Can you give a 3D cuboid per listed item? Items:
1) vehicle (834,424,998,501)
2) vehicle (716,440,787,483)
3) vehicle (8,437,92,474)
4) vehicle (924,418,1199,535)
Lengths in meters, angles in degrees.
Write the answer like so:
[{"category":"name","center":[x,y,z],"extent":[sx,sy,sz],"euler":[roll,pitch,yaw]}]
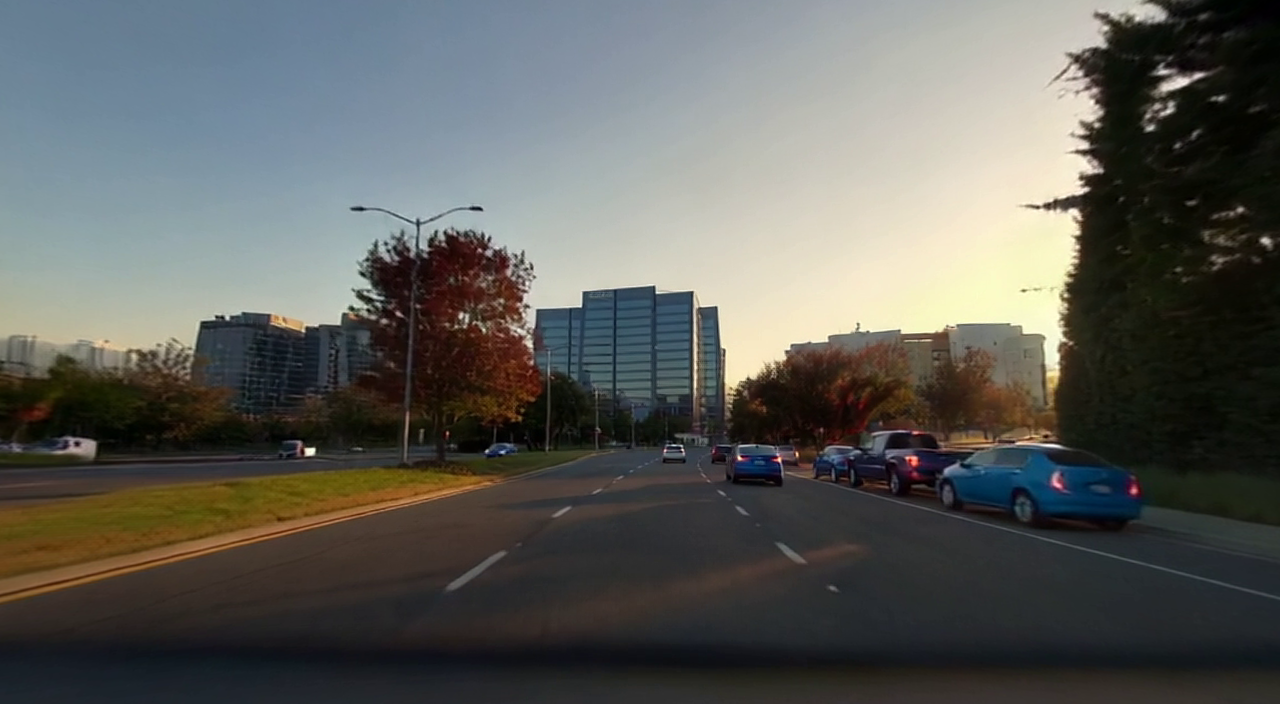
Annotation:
[{"category":"vehicle","center":[8.218,3.368,19.770],"extent":[2.410,1.997,6.477],"euler":[0,-8,2]},{"category":"vehicle","center":[4.212,4.202,24.499],"extent":[1.981,1.499,4.536],"euler":[0,-8,1]},{"category":"vehicle","center":[-27.480,4.793,29.314],"extent":[4.266,1.583,2.078],"euler":[-7,-11,38]},{"category":"vehicle","center":[7.637,2.283,12.214],"extent":[2.104,1.801,4.628],"euler":[0,-8,0]}]
